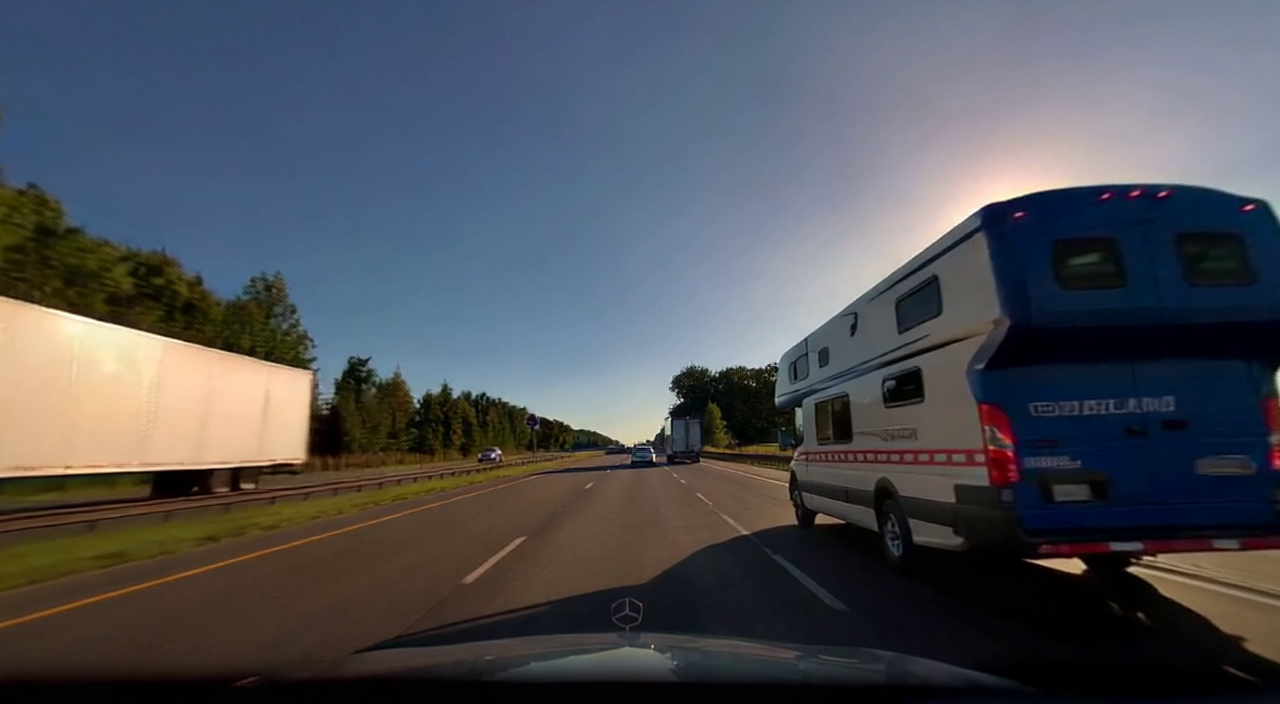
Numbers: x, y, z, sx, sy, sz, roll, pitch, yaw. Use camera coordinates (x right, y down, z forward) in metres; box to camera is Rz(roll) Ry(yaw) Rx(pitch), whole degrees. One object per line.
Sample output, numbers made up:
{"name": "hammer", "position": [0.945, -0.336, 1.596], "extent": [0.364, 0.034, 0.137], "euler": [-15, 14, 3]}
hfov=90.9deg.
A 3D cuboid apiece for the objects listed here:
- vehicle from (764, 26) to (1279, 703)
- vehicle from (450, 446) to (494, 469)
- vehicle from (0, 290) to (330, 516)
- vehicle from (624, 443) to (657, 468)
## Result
{"name": "vehicle", "position": [3.892, 0.669, 7.457], "extent": [2.931, 3.530, 8.760], "euler": [0, -9, -1]}
{"name": "vehicle", "position": [-11.877, 7.512, 44.851], "extent": [2.069, 1.525, 3.937], "euler": [0, -9, 0]}
{"name": "vehicle", "position": [-12.650, 1.261, 13.415], "extent": [3.039, 3.901, 17.384], "euler": [0, -9, 1]}
{"name": "vehicle", "position": [0.058, 7.079, 43.193], "extent": [2.151, 1.678, 3.923], "euler": [0, -9, 0]}
